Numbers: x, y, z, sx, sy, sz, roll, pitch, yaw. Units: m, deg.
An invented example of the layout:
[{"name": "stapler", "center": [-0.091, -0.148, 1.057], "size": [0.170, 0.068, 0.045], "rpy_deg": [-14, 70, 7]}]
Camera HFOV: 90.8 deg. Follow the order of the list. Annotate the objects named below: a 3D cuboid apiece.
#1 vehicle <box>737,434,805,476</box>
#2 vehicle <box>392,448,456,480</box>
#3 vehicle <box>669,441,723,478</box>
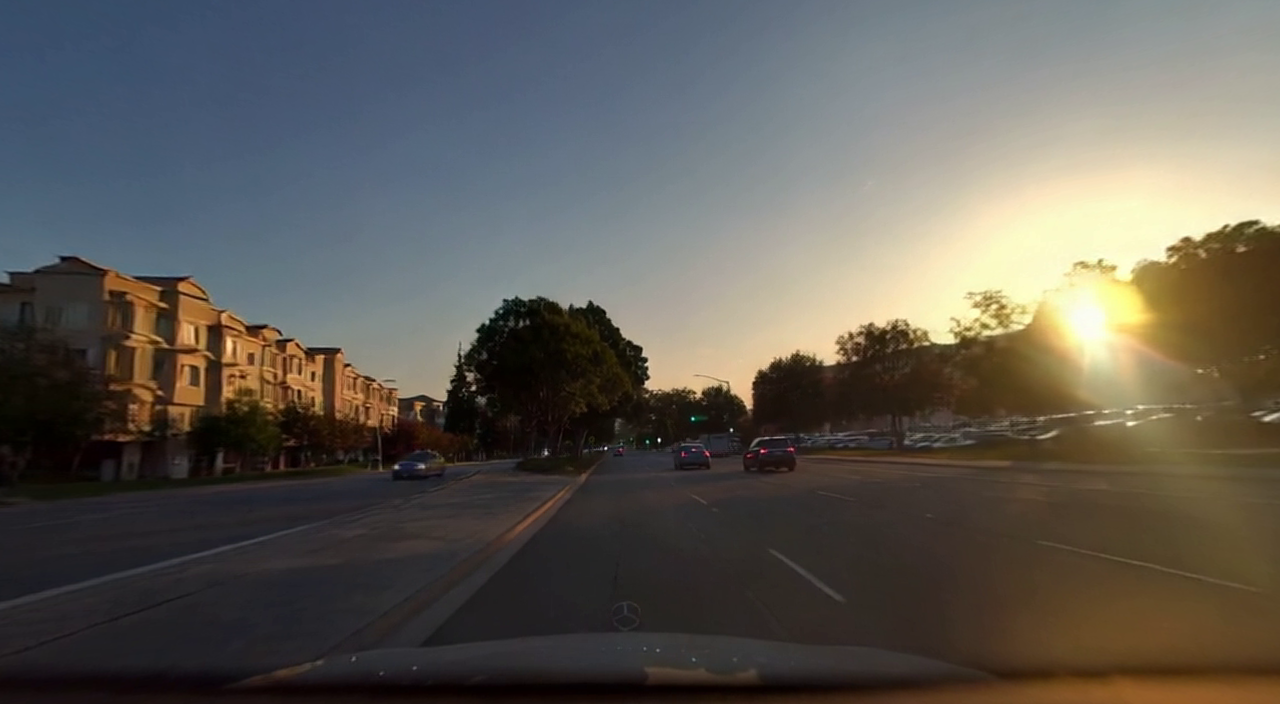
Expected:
[{"name": "vehicle", "center": [5.873, 4.693, 28.979], "size": [1.946, 1.773, 4.641], "rpy_deg": [0, -9, -3]}, {"name": "vehicle", "center": [-11.495, 5.945, 33.954], "size": [1.802, 1.560, 4.476], "rpy_deg": [0, -9, 1]}, {"name": "vehicle", "center": [2.509, 4.981, 29.520], "size": [1.917, 1.538, 4.259], "rpy_deg": [0, -9, -3]}]
